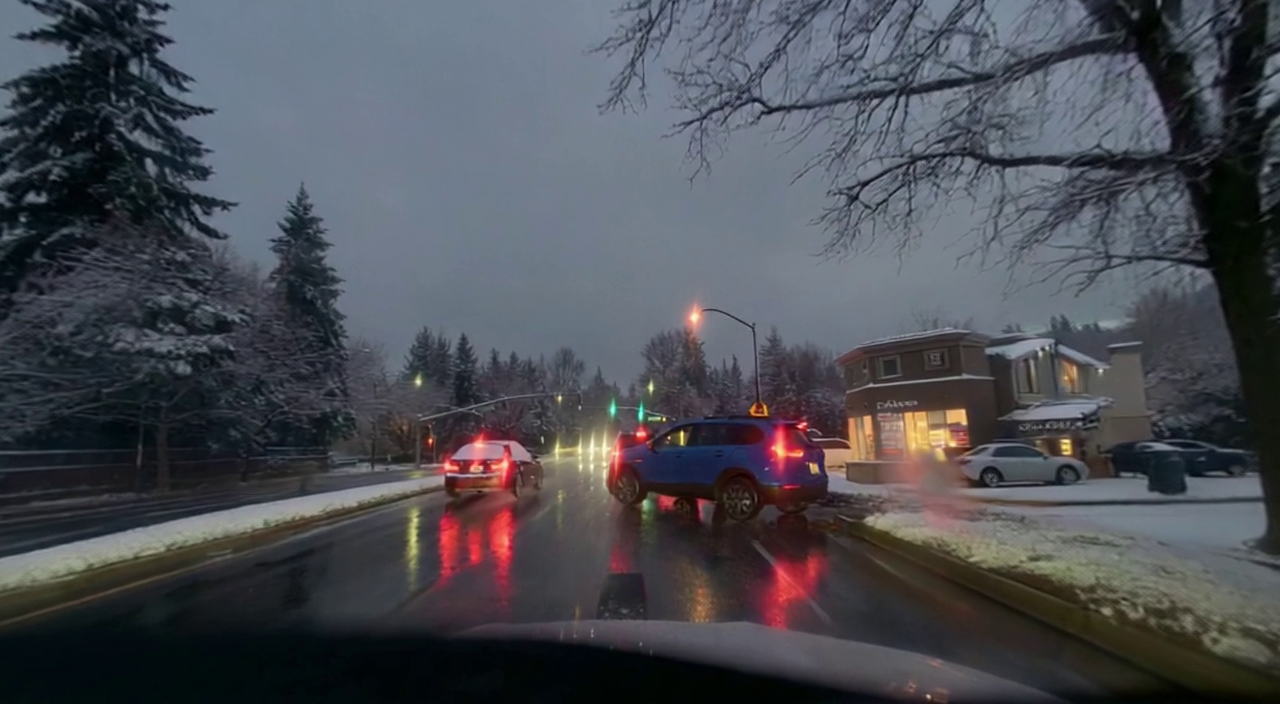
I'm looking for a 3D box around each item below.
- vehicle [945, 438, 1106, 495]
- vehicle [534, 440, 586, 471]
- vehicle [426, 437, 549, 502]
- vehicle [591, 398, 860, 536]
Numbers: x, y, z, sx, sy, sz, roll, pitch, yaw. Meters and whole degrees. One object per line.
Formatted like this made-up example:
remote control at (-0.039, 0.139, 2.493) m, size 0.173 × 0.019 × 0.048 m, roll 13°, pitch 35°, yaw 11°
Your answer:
vehicle at (12.270, 3.640, 20.179) m, size 3.871 × 1.525 × 1.835 m, roll -3°, pitch -9°, yaw 0°
vehicle at (-4.085, 5.354, 32.665) m, size 2.042 × 1.470 × 4.123 m, roll 0°, pitch -8°, yaw 1°
vehicle at (-3.829, 3.022, 16.634) m, size 2.026 × 1.466 × 4.282 m, roll 0°, pitch -8°, yaw 2°
vehicle at (1.314, 2.004, 11.470) m, size 2.052 × 1.955 × 4.642 m, roll 7°, pitch -11°, yaw -39°
